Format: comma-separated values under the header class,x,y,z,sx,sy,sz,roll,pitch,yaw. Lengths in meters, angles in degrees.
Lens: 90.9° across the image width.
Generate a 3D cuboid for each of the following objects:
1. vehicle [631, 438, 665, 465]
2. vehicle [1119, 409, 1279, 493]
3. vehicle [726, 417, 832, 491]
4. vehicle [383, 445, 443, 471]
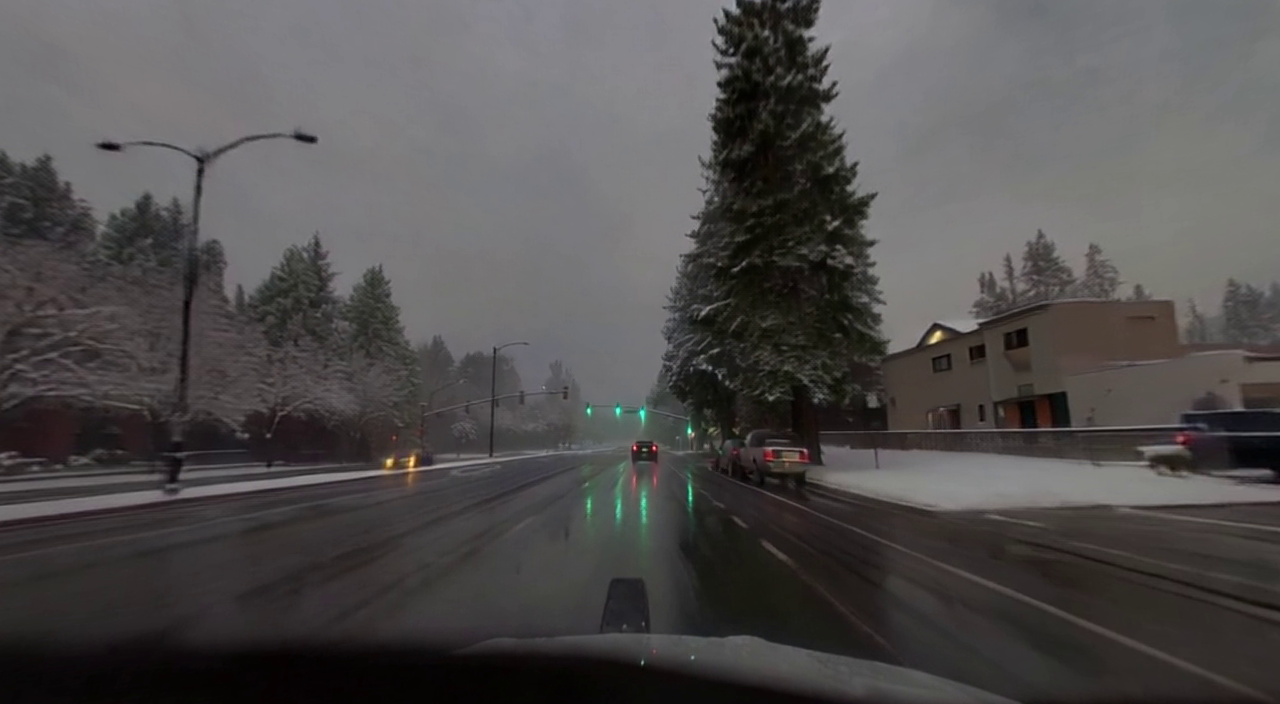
class,x,y,z,sx,sy,sz,roll,pitch,yaw
vehicle,0.559,6.770,42.996,2.169,1.751,4.276,-1,-8,1
vehicle,14.363,2.332,14.975,2.069,1.747,4.822,0,-8,-1
vehicle,4.424,3.406,21.364,2.162,2.080,6.515,0,-8,1
vehicle,-14.013,6.555,39.236,1.960,1.487,4.632,-1,-8,1
